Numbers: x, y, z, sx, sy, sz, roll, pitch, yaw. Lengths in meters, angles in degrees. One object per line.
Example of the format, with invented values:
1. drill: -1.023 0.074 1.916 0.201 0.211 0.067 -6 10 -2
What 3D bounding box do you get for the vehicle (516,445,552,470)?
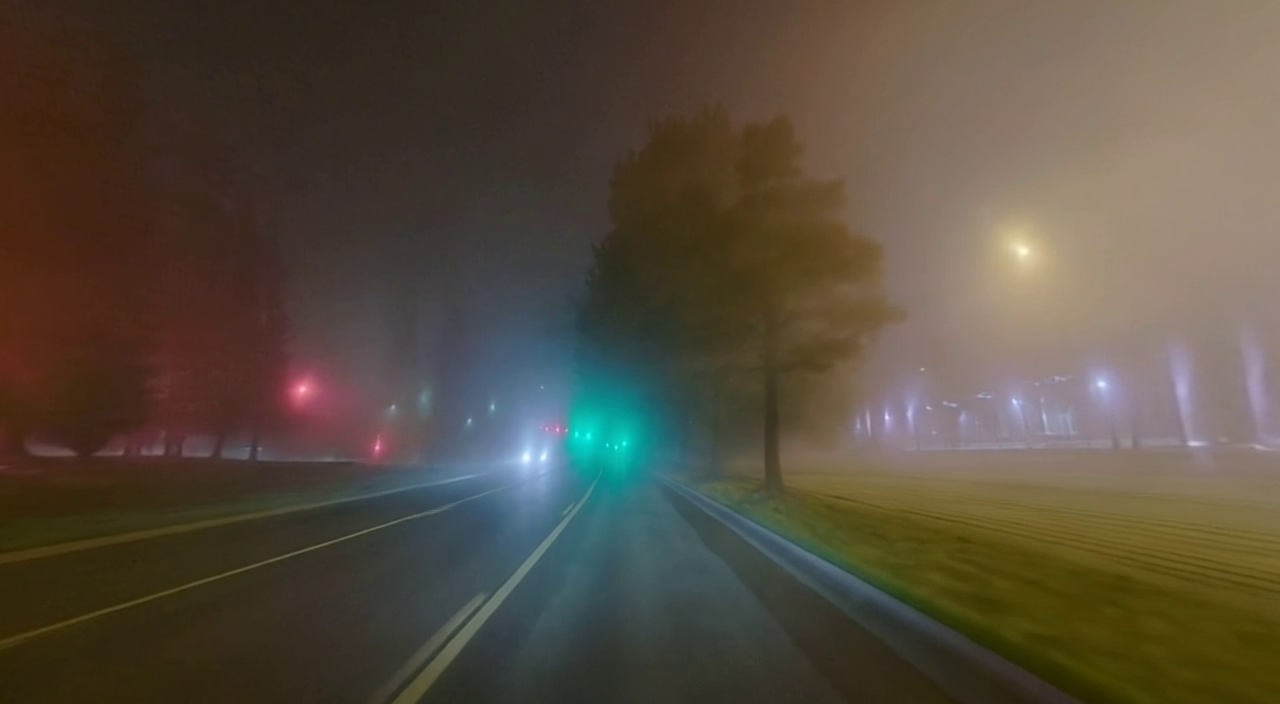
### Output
1. vehicle: -7.719 7.722 46.029 2.017 1.725 4.115 0 -9 -2
